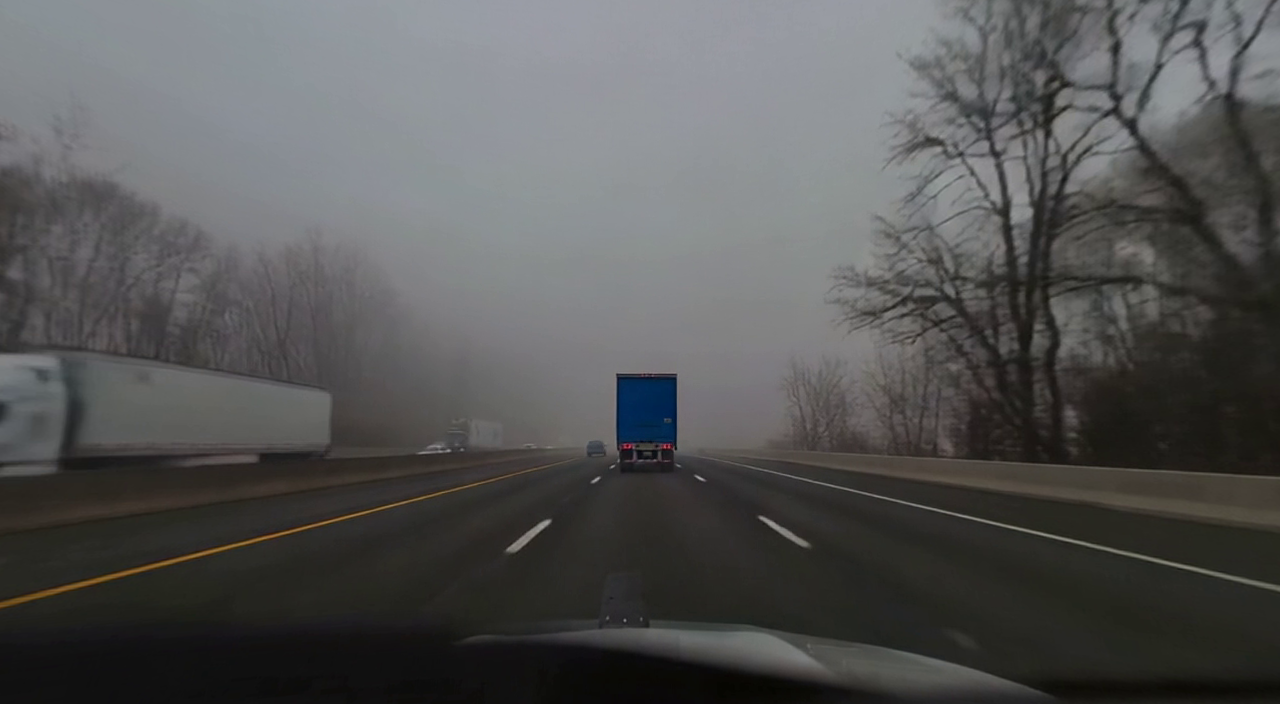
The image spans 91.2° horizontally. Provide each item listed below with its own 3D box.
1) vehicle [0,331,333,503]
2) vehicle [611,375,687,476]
[{"bbox_3d":[-16.655,2.662,22.617,2.959,4.021,16.514,0,-8,0],"label":"vehicle"},{"bbox_3d":[0.378,3.694,30.377,3.010,4.039,10.481,0,-8,0],"label":"vehicle"}]
